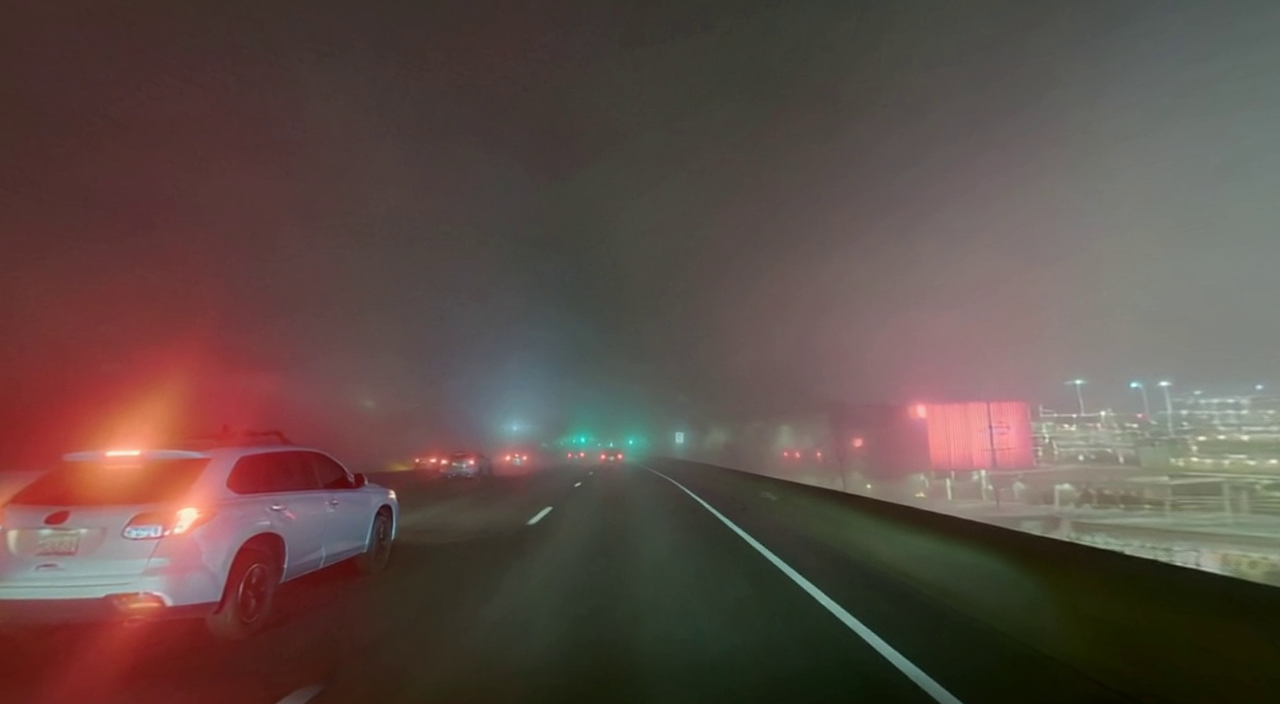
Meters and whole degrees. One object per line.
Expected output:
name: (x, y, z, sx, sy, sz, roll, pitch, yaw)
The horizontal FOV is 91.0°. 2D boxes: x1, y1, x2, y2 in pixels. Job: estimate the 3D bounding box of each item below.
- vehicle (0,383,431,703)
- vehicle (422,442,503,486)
vehicle: (-3.603, 1.354, 5.352, 2.036, 1.717, 4.592, 0, -9, 0)
vehicle: (-7.261, 4.632, 26.328, 2.075, 1.642, 4.638, 0, -9, -1)
